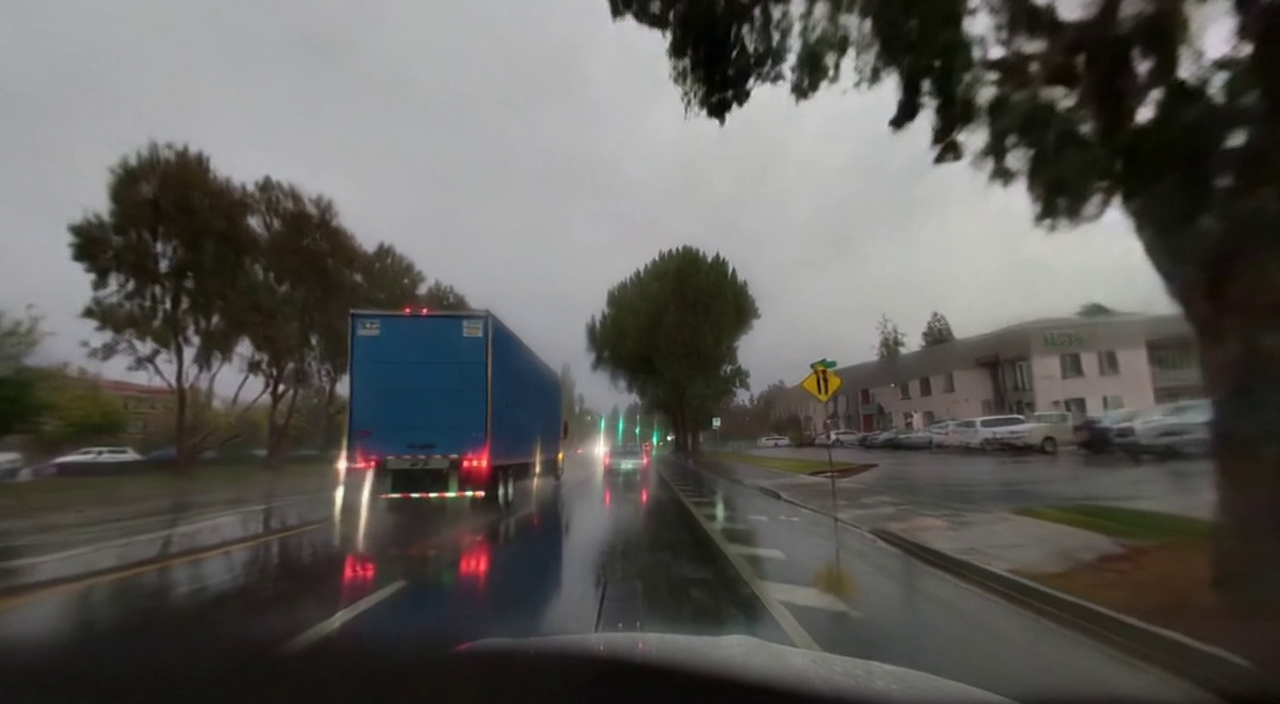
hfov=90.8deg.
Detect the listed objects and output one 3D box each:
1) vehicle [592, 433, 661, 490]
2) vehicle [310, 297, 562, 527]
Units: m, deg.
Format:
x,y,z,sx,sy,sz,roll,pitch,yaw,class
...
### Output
x,y,z,sx,sy,sz,roll,pitch,yaw,class
-0.445,3.600,21.004,2.094,1.682,3.866,0,-9,-1,vehicle
-4.062,1.749,15.934,2.996,3.902,10.410,0,-9,-1,vehicle
